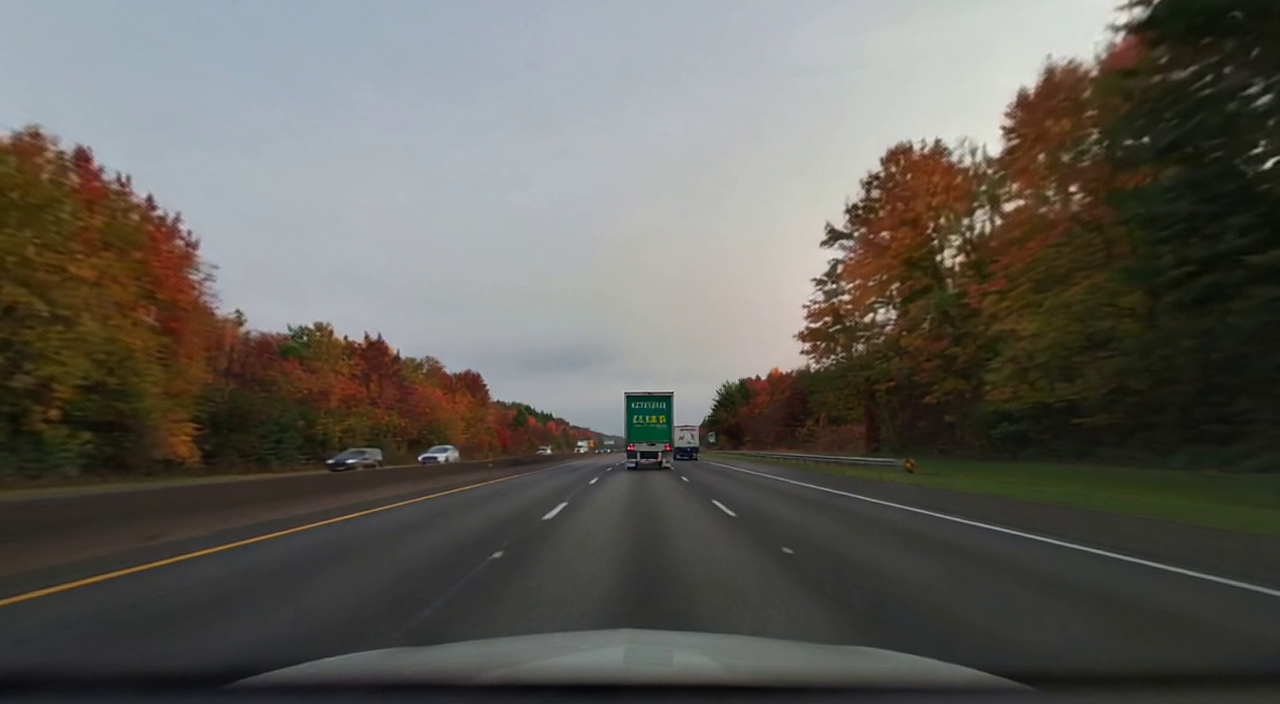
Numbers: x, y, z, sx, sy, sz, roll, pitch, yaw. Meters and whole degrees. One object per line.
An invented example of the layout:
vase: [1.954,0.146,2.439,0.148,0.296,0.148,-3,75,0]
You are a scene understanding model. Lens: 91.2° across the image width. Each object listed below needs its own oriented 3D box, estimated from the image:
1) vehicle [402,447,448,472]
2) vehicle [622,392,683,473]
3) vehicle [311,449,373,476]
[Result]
vehicle: [-15.579,7.796,45.619,1.908,1.728,4.054,0,-9,1]
vehicle: [0.547,4.856,36.894,3.057,4.073,10.792,0,-9,-1]
vehicle: [-19.754,7.316,41.753,1.859,1.646,4.370,0,-9,1]
